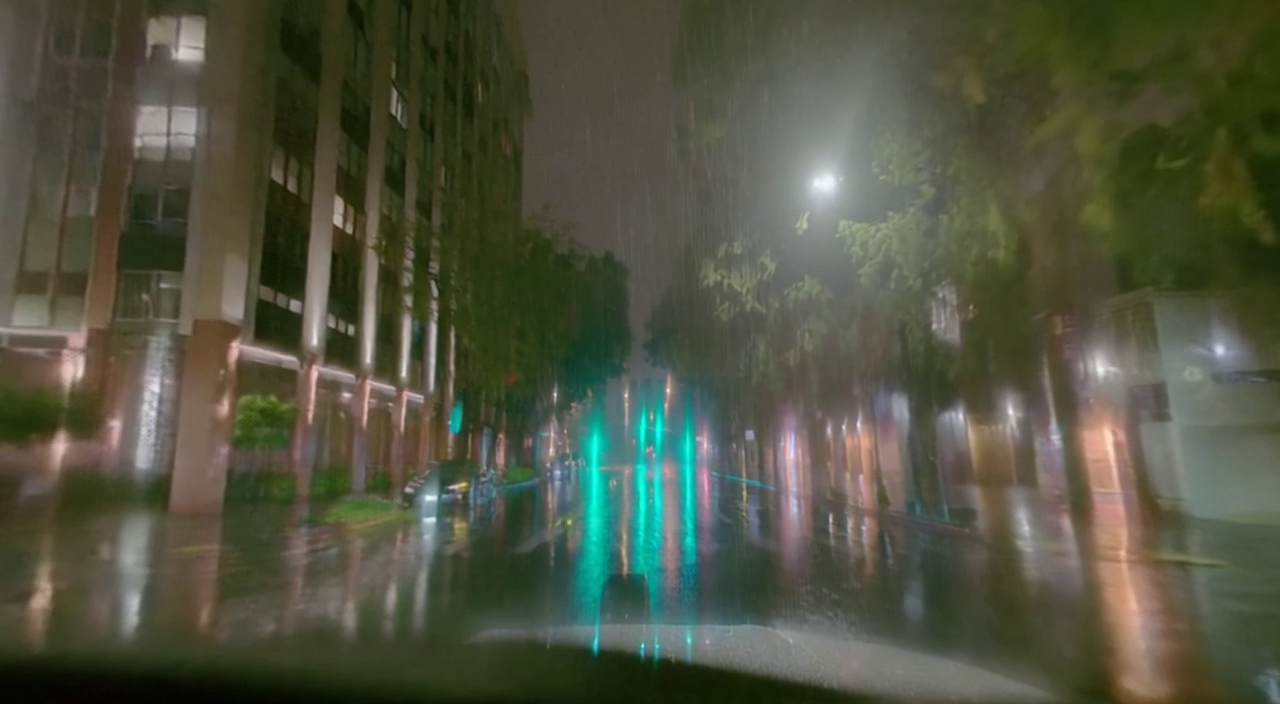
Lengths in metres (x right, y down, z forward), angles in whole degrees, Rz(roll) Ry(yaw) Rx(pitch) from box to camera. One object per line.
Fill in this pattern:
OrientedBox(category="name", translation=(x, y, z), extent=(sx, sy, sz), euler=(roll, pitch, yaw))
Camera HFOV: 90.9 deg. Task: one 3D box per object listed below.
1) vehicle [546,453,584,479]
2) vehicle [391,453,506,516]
OrientedBox(category="vehicle", translation=(-5.467, 8.380, 46.535), extent=(2.147, 1.701, 4.879), euler=(0, -8, 1))
OrientedBox(category="vehicle", translation=(-5.815, 4.053, 19.860), extent=(2.223, 1.658, 4.621), euler=(0, -8, 0))
